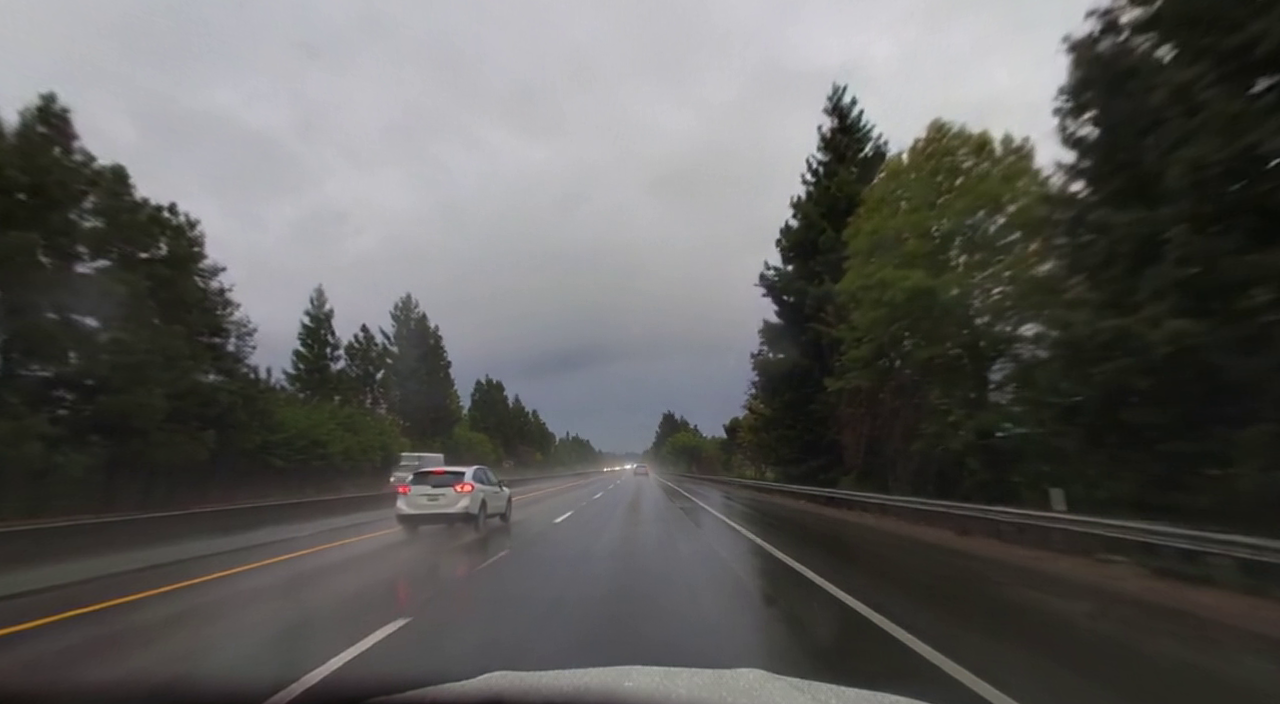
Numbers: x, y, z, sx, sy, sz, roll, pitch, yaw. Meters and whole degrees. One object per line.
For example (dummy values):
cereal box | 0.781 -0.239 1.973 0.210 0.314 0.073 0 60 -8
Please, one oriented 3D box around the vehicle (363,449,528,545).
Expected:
vehicle | -3.621 2.808 12.628 1.900 1.550 4.146 0 -11 1
